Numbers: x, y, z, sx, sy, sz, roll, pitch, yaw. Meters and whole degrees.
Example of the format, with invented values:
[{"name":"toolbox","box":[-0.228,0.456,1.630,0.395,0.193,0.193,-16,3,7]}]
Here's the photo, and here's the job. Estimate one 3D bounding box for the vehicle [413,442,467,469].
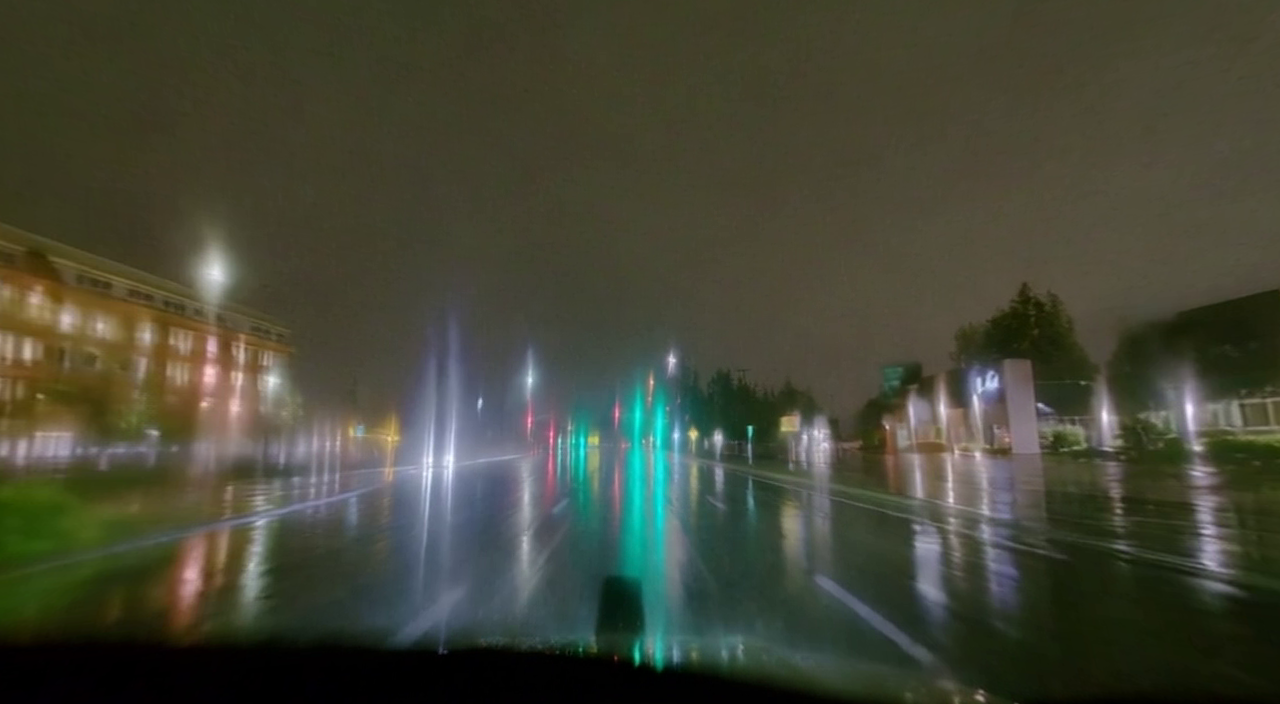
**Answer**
[{"name":"vehicle","box":[-13.934,7.231,44.279,2.133,1.770,5.049,0,-9,0]}]
